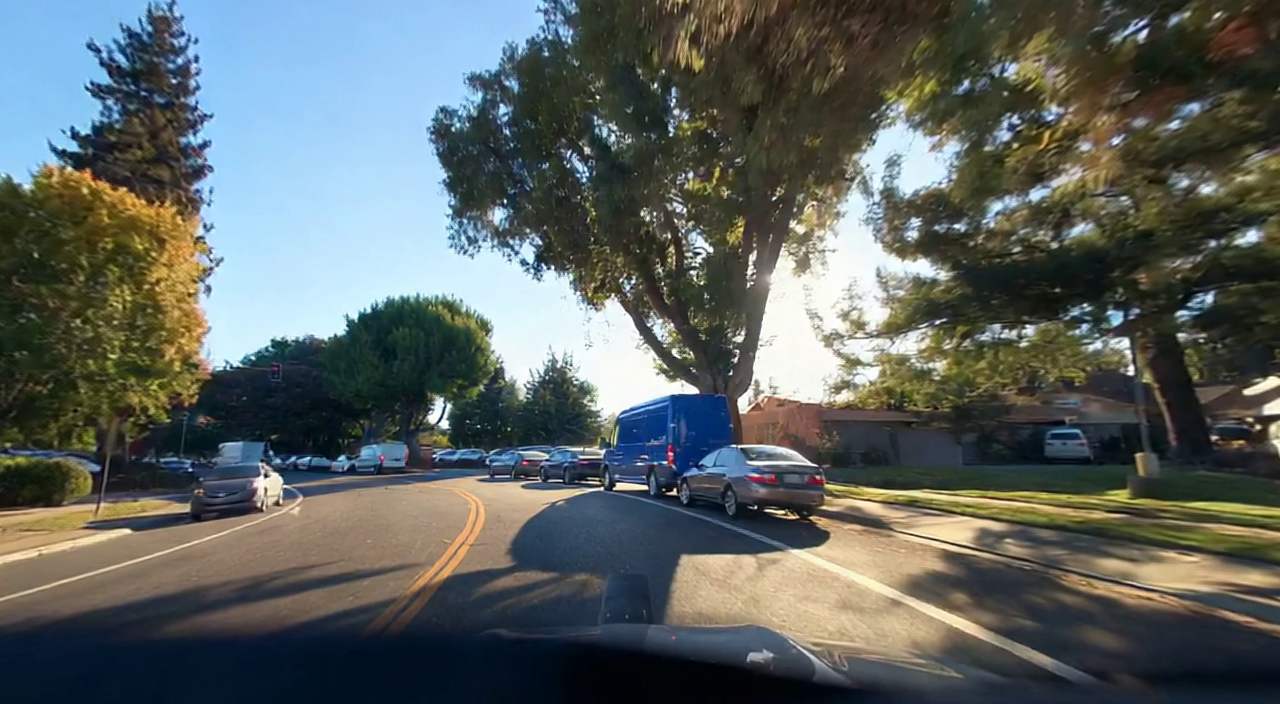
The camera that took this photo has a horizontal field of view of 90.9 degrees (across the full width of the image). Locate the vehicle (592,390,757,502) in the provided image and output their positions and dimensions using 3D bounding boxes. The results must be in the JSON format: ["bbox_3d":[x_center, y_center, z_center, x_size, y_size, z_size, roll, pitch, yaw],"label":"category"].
[{"bbox_3d":[0.652,2.819,18.978,2.406,2.689,6.916,3,-9,-20],"label":"vehicle"}]

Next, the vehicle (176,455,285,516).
[{"bbox_3d":[-11.700,3.776,18.301,1.985,1.485,3.820,3,-9,-24],"label":"vehicle"}]

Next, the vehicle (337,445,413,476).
[{"bbox_3d":[-19.272,7.806,45.652,6.647,2.035,2.309,-8,-11,41],"label":"vehicle"}]

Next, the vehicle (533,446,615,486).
[{"bbox_3d":[-2.857,4.657,26.174,1.961,1.456,4.569,4,-9,-25],"label":"vehicle"}]

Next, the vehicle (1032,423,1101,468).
[{"bbox_3d":[17.762,3.890,26.165,1.830,1.648,4.635,-9,-12,37],"label":"vehicle"}]

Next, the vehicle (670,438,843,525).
[{"bbox_3d":[2.150,2.556,13.119,1.891,1.466,4.362,2,-9,-14],"label":"vehicle"}]

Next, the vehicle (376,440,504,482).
[{"bbox_3d":[-12.822,6.844,39.603,10.370,2.164,3.041,-10,-11,43],"label":"vehicle"}]

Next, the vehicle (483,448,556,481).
[{"bbox_3d":[-6.139,5.604,31.722,1.957,1.479,4.554,6,-10,-34],"label":"vehicle"}]
